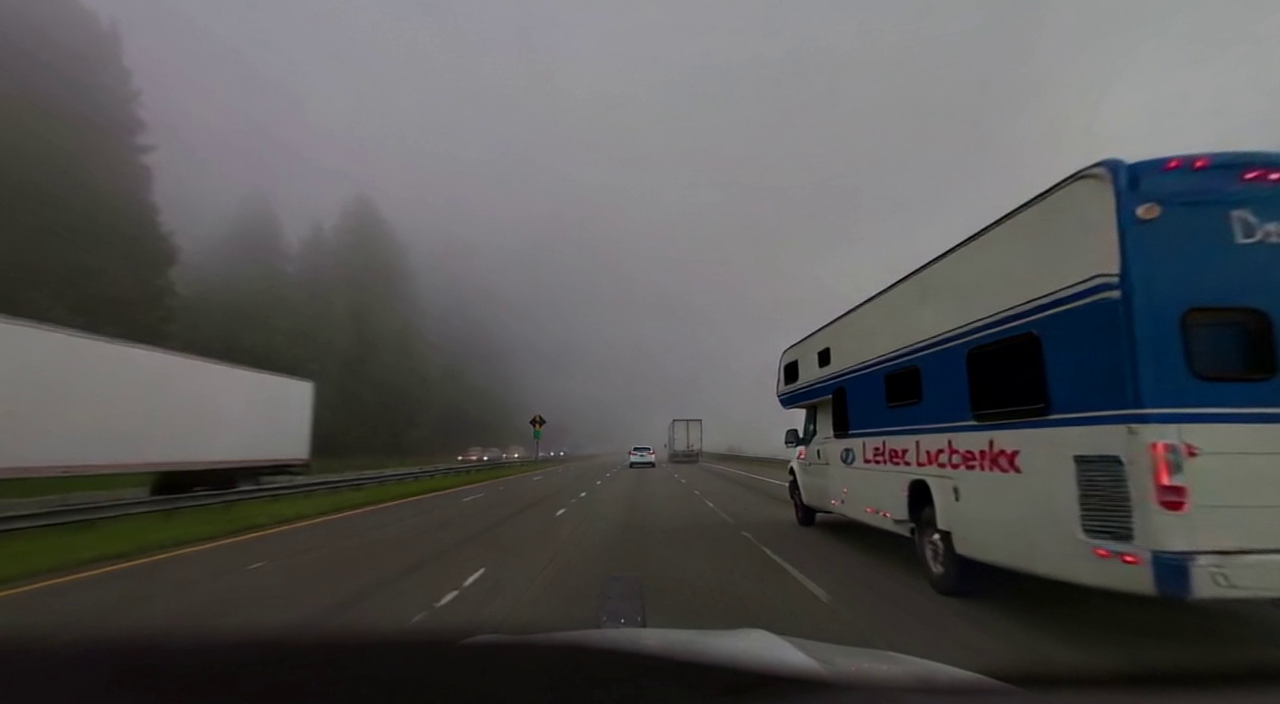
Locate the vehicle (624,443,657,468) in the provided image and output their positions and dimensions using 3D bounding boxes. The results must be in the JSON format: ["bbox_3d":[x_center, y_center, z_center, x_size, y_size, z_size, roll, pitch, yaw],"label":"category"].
[{"bbox_3d":[0.058,7.079,43.193,2.151,1.678,3.923,0,-9,0],"label":"vehicle"}]

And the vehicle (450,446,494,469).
[{"bbox_3d":[-11.877,7.512,44.851,2.069,1.525,3.937,0,-9,0],"label":"vehicle"}]

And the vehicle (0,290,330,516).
[{"bbox_3d":[-12.650,1.261,13.415,3.039,3.901,17.384,0,-9,1],"label":"vehicle"}]

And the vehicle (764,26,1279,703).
[{"bbox_3d":[3.892,0.669,7.457,2.931,3.530,8.760,0,-9,-1],"label":"vehicle"}]
